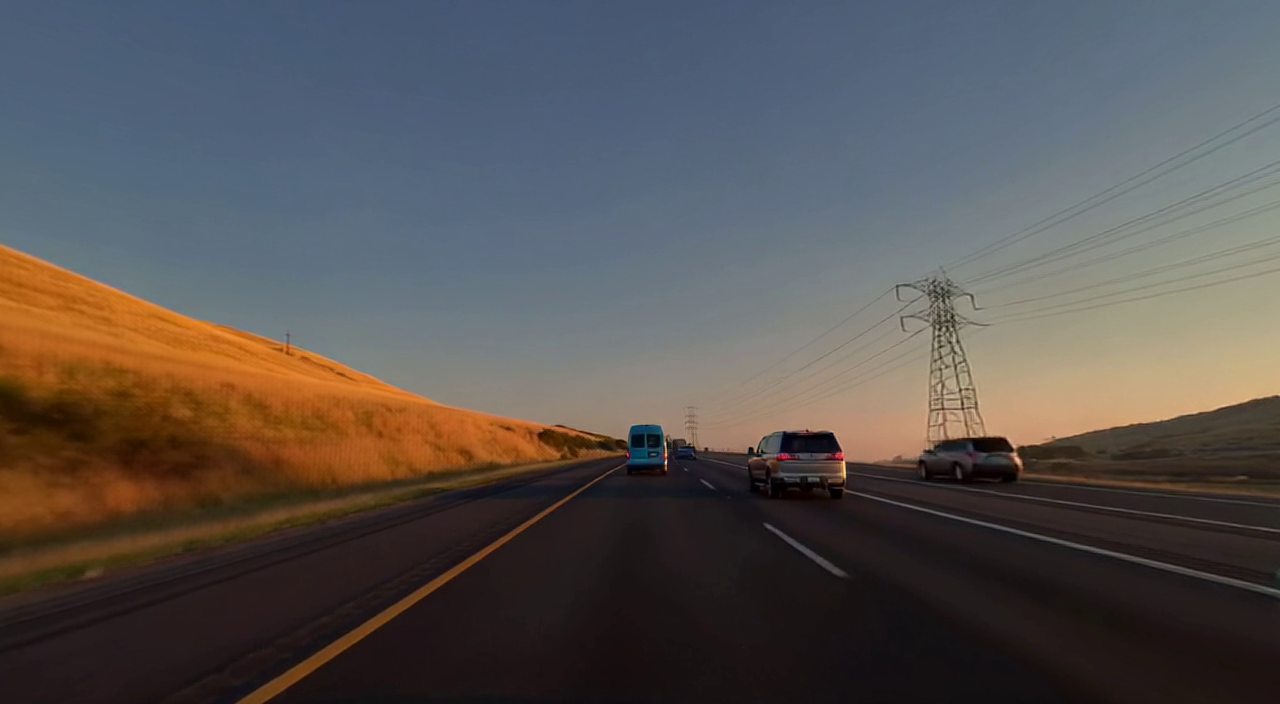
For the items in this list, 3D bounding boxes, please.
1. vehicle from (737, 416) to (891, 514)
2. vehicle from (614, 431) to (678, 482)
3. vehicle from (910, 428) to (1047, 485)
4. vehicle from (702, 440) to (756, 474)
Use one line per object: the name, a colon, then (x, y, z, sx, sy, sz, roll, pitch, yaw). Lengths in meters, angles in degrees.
vehicle: (3.617, 2.450, 14.111, 2.139, 1.821, 4.480, 0, -8, 0)
vehicle: (0.259, 4.029, 24.628, 2.268, 1.772, 4.523, 0, -8, 1)
vehicle: (11.091, 3.453, 21.157, 2.087, 1.681, 4.589, 0, -8, 1)
vehicle: (4.099, 4.919, 29.834, 1.938, 1.466, 4.356, 0, -8, 0)
